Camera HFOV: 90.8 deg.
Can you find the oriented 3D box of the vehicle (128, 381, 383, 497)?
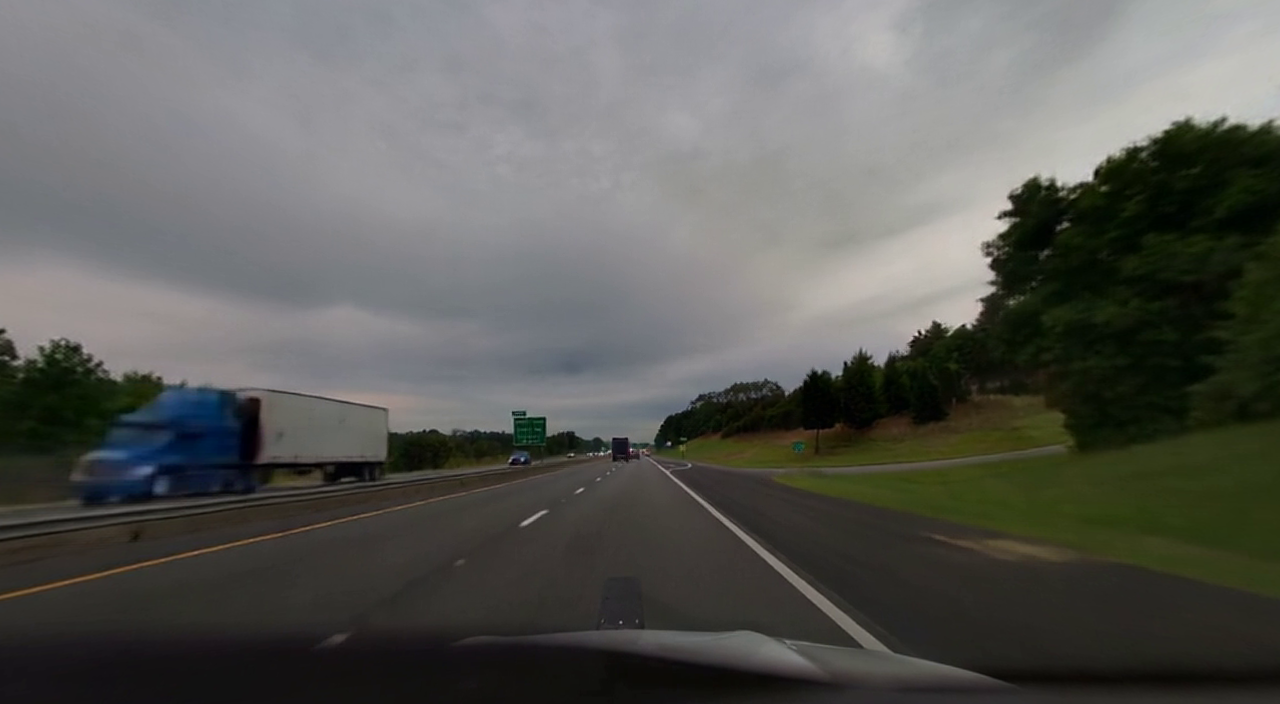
[{"bbox_3d":[-16.247,4.120,28.994,3.011,4.038,13.732,0,-9,0],"label":"vehicle"}]

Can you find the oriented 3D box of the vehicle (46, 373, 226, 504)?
[{"bbox_3d":[-16.306,2.834,20.697,3.104,3.970,2.917,0,-9,1],"label":"vehicle"}]
